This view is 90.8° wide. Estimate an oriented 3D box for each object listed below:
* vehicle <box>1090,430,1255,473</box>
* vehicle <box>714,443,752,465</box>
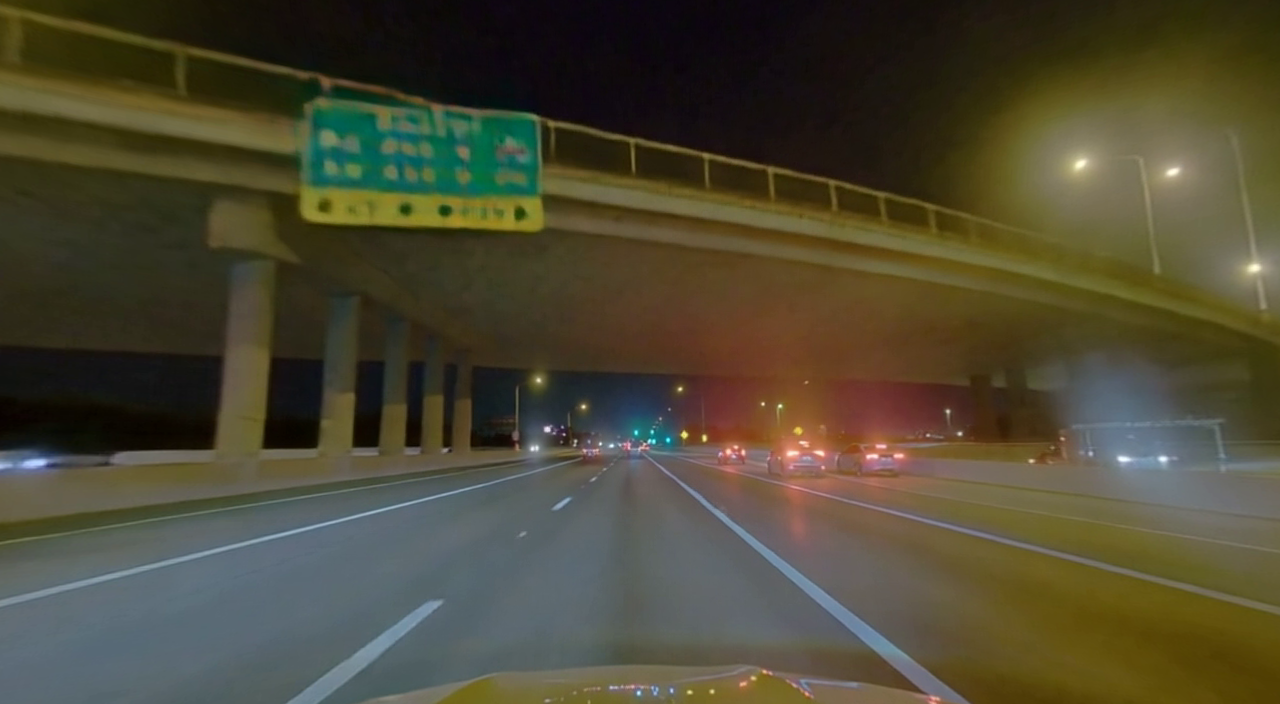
[{"bbox_3d":[20.468,3.854,24.667,1.821,1.479,5.004,1,-8,-5],"label":"vehicle"},{"bbox_3d":[6.936,7.640,47.505,2.075,1.611,4.421,0,-8,-1],"label":"vehicle"}]
